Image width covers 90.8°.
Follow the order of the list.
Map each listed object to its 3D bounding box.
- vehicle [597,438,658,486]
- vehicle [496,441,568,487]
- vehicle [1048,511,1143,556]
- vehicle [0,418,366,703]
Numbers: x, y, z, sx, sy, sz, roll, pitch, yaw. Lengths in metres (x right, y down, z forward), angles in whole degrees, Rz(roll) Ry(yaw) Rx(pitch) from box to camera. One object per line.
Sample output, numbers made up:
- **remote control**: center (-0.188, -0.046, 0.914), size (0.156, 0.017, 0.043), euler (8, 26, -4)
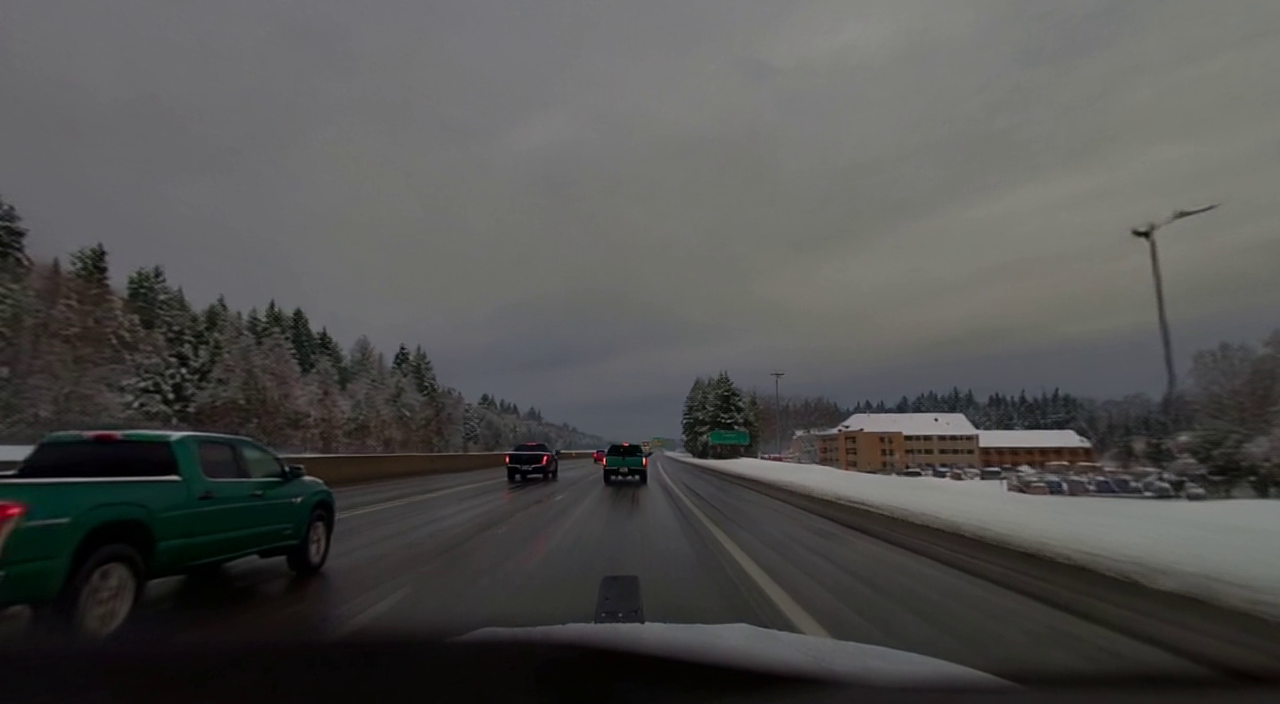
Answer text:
- **vehicle**: center (-0.428, 4.480, 26.080), size (2.293, 1.753, 4.380), euler (0, -8, 1)
- **vehicle**: center (-4.352, 4.575, 26.282), size (2.038, 1.704, 5.181), euler (0, -8, 1)
- **vehicle**: center (23.707, 9.440, 33.118), size (1.956, 1.594, 4.425), euler (0, -8, 4)
- **vehicle**: center (-4.150, 1.352, 5.050), size (1.936, 1.470, 4.402), euler (0, -8, 0)
